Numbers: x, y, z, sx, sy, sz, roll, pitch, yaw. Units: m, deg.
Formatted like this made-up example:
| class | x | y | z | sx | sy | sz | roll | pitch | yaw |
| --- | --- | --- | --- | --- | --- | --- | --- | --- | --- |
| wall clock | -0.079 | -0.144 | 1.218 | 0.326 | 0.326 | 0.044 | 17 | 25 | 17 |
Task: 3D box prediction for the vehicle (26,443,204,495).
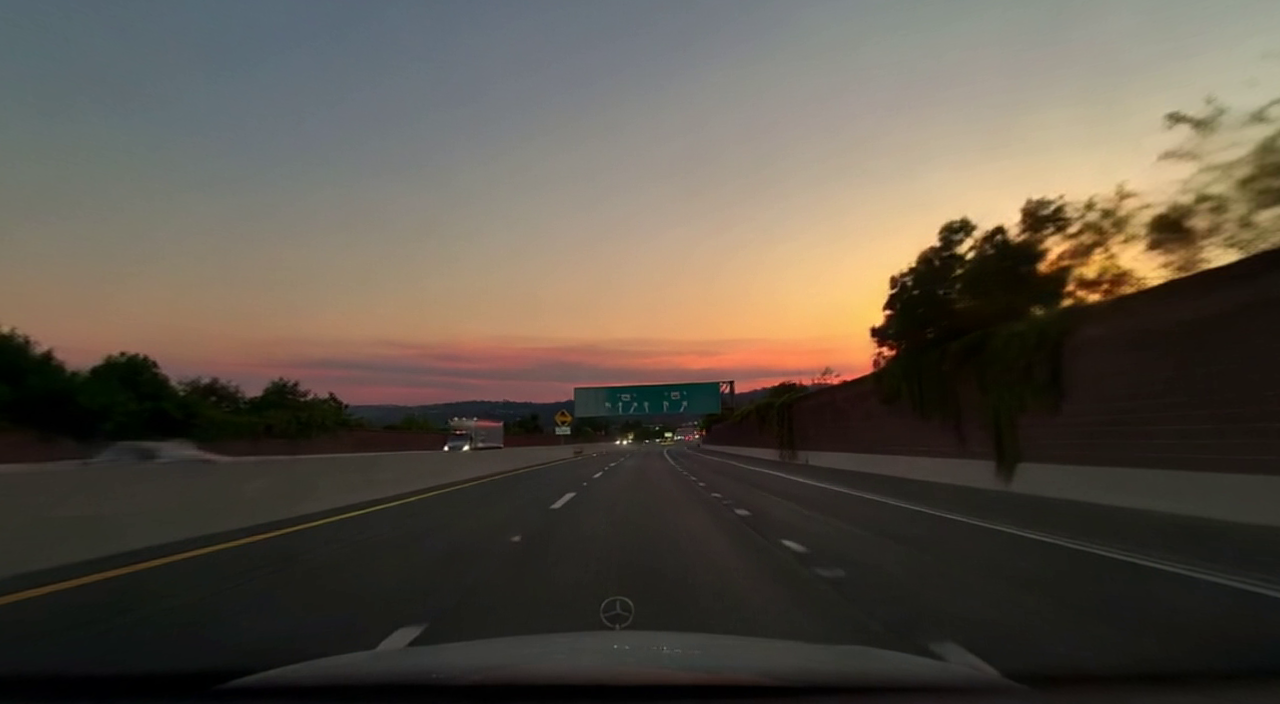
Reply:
| class | x | y | z | sx | sy | sz | roll | pitch | yaw |
| --- | --- | --- | --- | --- | --- | --- | --- | --- | --- |
| vehicle | -17.303 | 3.834 | 21.152 | 1.905 | 1.489 | 4.751 | -1 | -8 | 0 |
